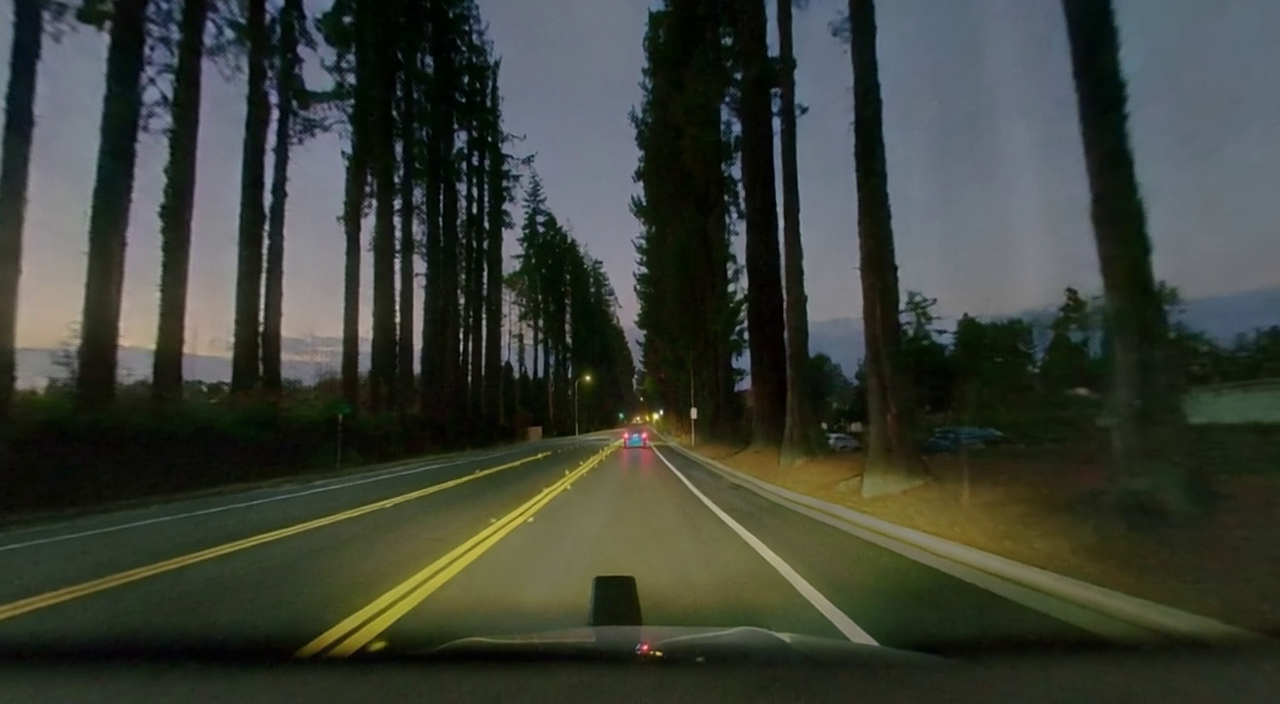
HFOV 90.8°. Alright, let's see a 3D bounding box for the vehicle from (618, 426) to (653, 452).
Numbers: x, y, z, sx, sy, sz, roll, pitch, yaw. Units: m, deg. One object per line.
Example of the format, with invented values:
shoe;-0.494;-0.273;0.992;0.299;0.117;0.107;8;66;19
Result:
vehicle;-0.285;5.354;38.745;2.067;1.486;3.861;0;-8;0
